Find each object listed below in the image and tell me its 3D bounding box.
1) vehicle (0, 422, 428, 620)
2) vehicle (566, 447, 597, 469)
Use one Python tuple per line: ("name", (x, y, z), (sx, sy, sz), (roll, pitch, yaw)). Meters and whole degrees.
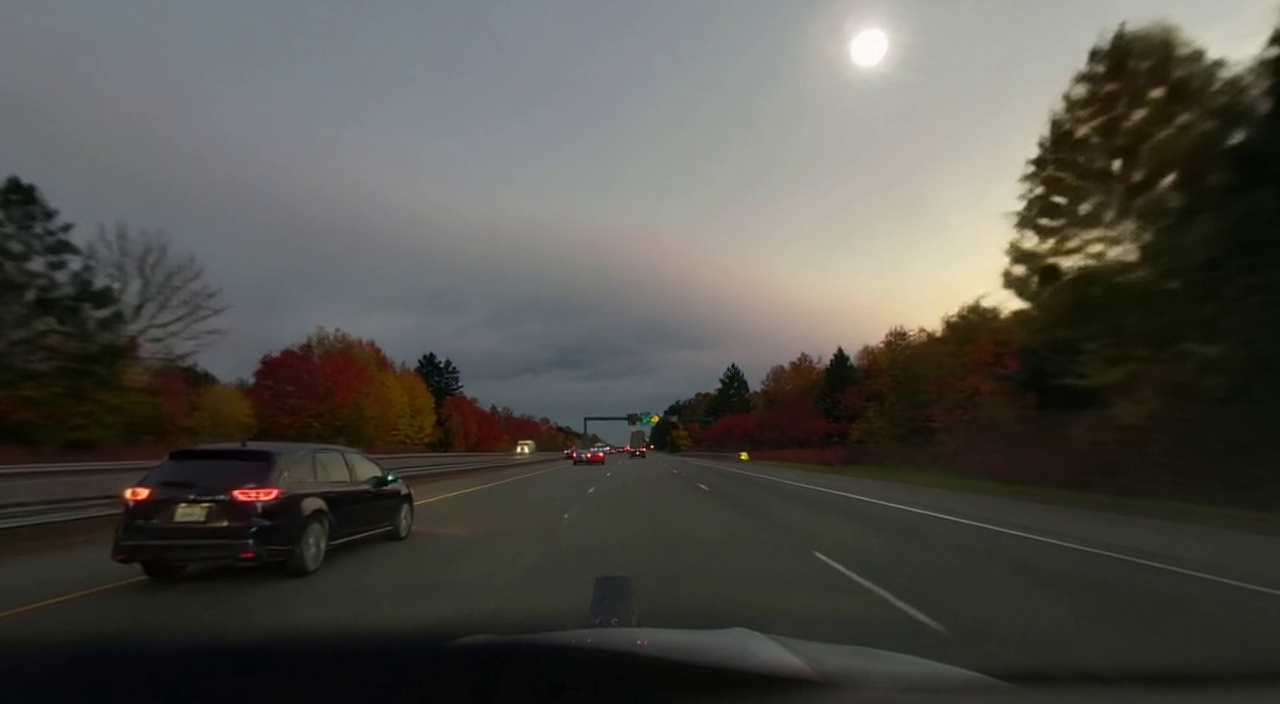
("vehicle", (-4.127, 1.647, 7.019), (2.071, 1.525, 4.058), (0, -9, 0))
("vehicle", (-4.306, 7.821, 46.387), (1.963, 1.475, 3.665), (0, -9, 0))
